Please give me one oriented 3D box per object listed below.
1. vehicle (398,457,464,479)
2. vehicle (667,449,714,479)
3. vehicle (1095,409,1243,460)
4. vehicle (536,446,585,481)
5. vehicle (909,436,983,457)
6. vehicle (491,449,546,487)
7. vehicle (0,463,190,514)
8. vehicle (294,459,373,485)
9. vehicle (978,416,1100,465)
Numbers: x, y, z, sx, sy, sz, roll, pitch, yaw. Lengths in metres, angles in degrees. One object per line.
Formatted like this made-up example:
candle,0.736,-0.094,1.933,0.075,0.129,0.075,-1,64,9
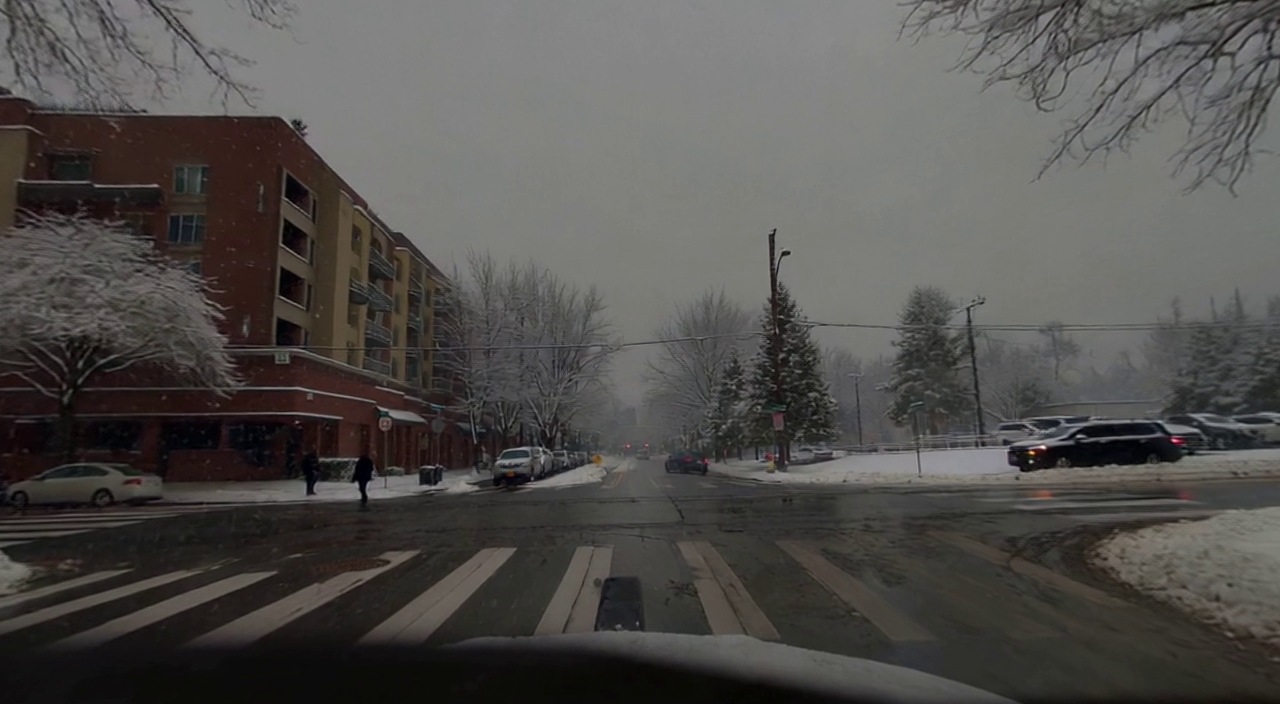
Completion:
vehicle,-15.476,8.647,46.985,4.203,1.544,1.889,-1,-8,4
vehicle,2.841,6.445,36.560,1.942,1.603,3.785,2,-9,-8
vehicle,22.299,3.550,26.984,2.137,1.962,4.988,-1,-8,3
vehicle,-4.522,6.432,36.549,2.102,1.768,4.290,-3,-10,2
vehicle,23.006,7.136,47.605,4.528,1.475,2.070,0,-8,3
vehicle,-7.624,7.286,40.076,2.193,1.814,5.061,-9,-8,0
vehicle,-17.320,4.321,20.193,4.439,1.448,1.793,0,-9,0
vehicle,-22.940,8.965,47.335,4.844,1.836,2.117,-2,-8,7
vehicle,16.738,3.808,26.836,2.041,1.921,4.574,0,-9,-2
